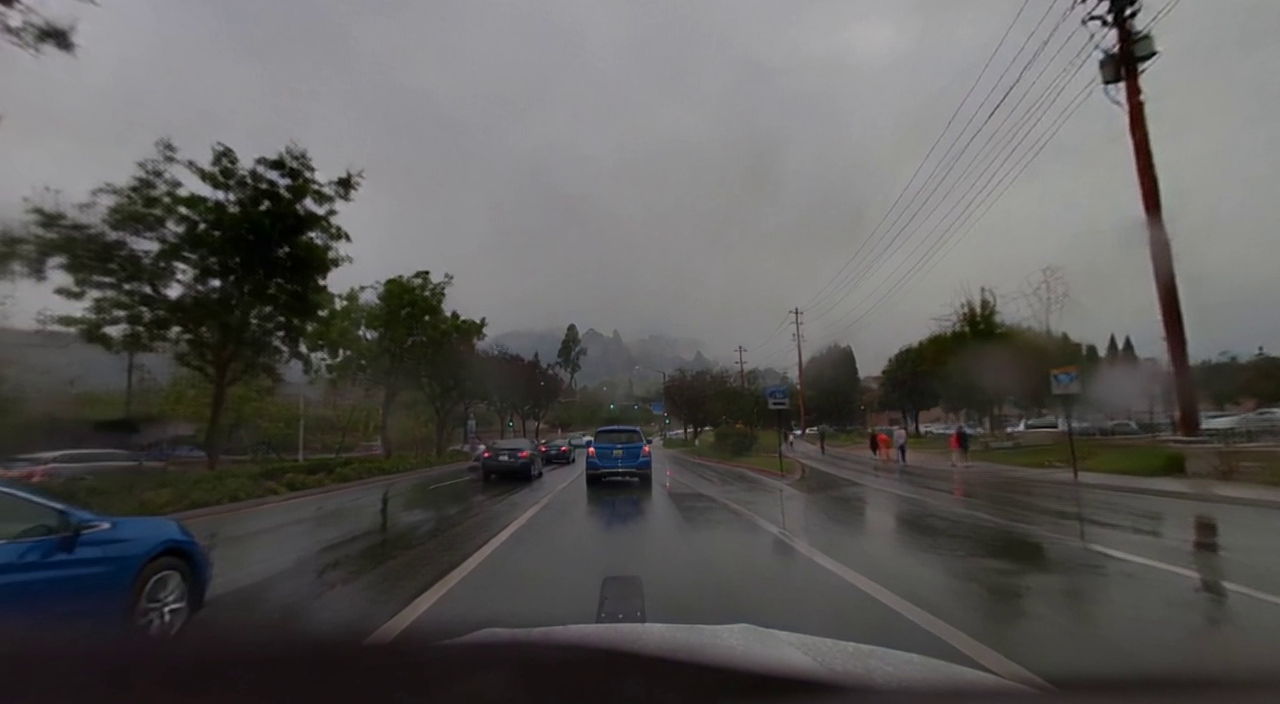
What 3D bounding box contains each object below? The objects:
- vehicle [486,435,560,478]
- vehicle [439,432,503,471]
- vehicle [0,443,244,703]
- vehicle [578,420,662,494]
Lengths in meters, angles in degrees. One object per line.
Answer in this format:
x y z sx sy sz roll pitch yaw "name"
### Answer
-4.390 3.999 24.392 2.087 1.485 4.452 0 -8 -1 "vehicle"
-7.599 4.506 28.779 1.860 1.634 4.089 0 -8 -2 "vehicle"
-3.609 0.950 1.984 1.865 1.314 4.461 0 -8 0 "vehicle"
-0.534 2.825 17.270 2.012 1.769 3.897 0 -8 -2 "vehicle"
